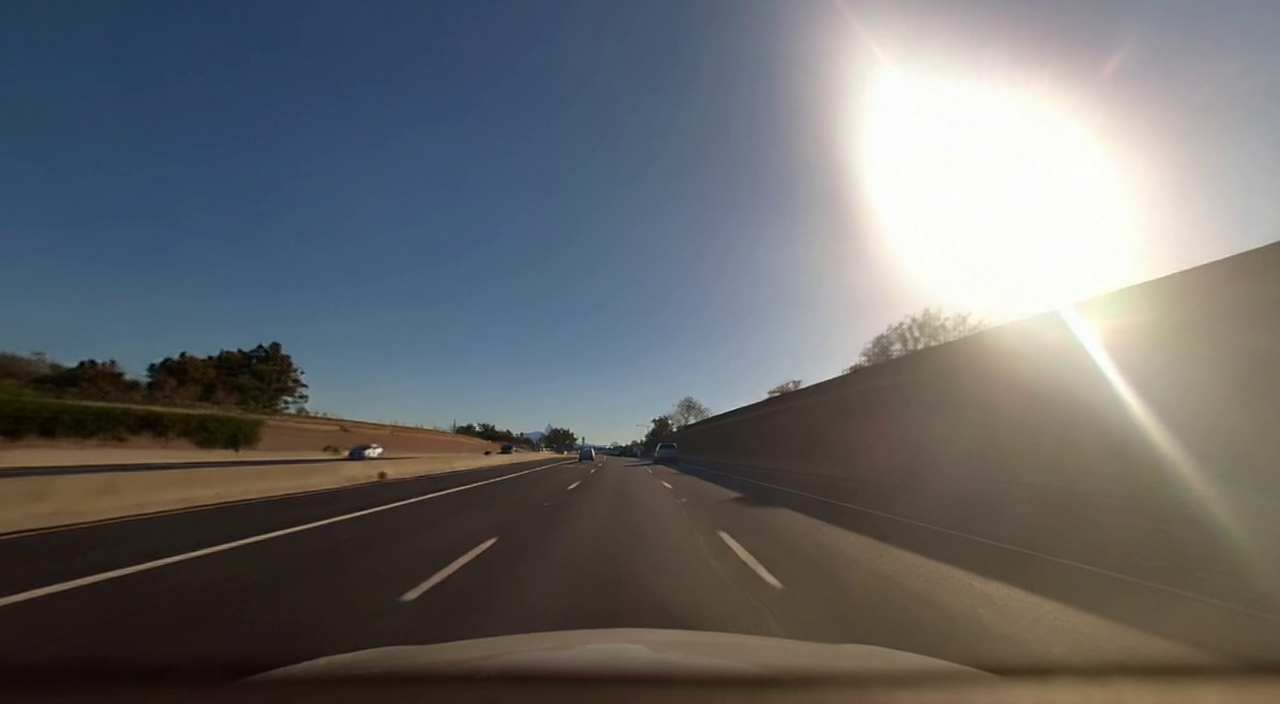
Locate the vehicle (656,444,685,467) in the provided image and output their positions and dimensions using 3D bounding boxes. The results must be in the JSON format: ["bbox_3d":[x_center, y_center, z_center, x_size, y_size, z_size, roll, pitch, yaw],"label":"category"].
[{"bbox_3d":[2.182,7.540,45.633,1.895,1.555,4.030,0,-9,0],"label":"vehicle"}]
